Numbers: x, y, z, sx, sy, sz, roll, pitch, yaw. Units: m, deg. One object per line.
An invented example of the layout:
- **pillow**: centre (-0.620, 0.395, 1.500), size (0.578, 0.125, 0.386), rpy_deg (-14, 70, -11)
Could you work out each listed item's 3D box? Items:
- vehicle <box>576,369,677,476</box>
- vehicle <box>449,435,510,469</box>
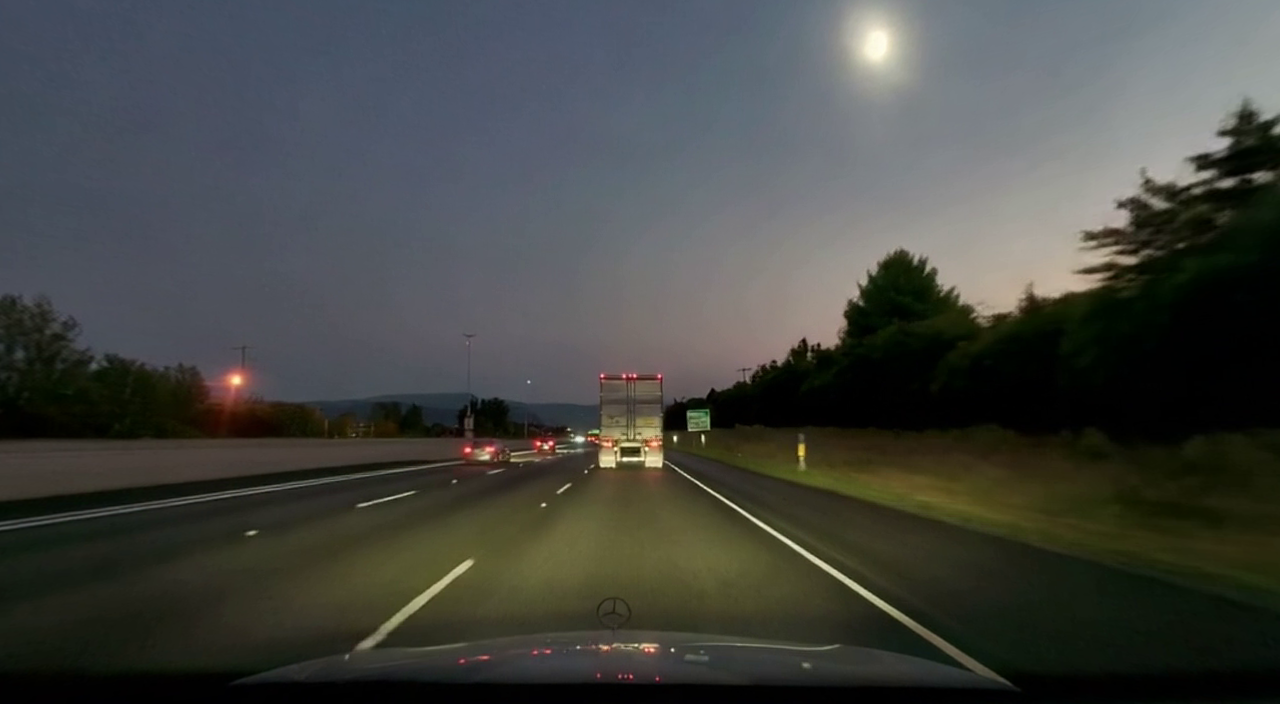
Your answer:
- **vehicle**: centre (-0.570, 3.222, 27.302), size (3.033, 3.223, 14.836), rpy_deg (3, -8, -1)
- **vehicle**: centre (-7.355, 4.584, 29.102), size (1.856, 1.479, 3.710), rpy_deg (0, -8, 0)
